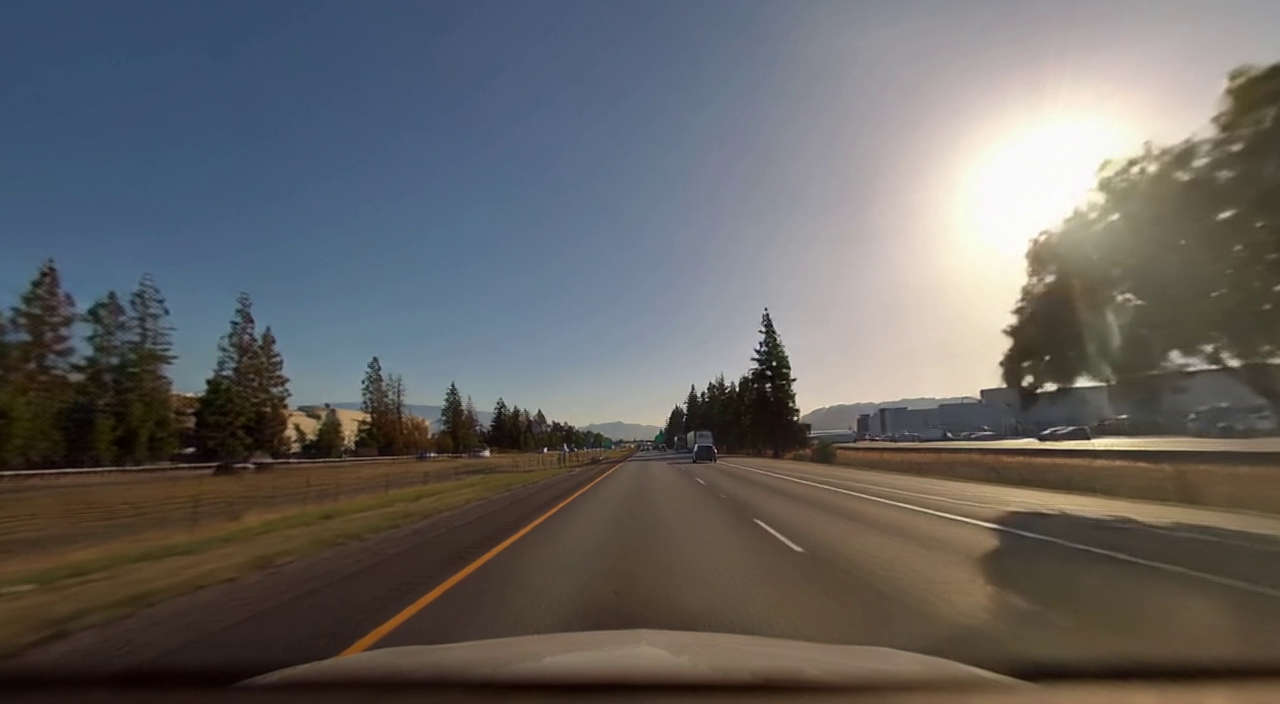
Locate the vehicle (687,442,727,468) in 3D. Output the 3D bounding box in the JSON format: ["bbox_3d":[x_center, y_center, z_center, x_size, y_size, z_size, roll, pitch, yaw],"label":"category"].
[{"bbox_3d":[4.167,6.484,39.990,2.062,1.518,4.026,0,-8,0],"label":"vehicle"}]

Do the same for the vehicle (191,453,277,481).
[{"bbox_3d":[-24.241,6.830,37.878,1.882,1.484,4.811,0,-8,1],"label":"vehicle"}]
